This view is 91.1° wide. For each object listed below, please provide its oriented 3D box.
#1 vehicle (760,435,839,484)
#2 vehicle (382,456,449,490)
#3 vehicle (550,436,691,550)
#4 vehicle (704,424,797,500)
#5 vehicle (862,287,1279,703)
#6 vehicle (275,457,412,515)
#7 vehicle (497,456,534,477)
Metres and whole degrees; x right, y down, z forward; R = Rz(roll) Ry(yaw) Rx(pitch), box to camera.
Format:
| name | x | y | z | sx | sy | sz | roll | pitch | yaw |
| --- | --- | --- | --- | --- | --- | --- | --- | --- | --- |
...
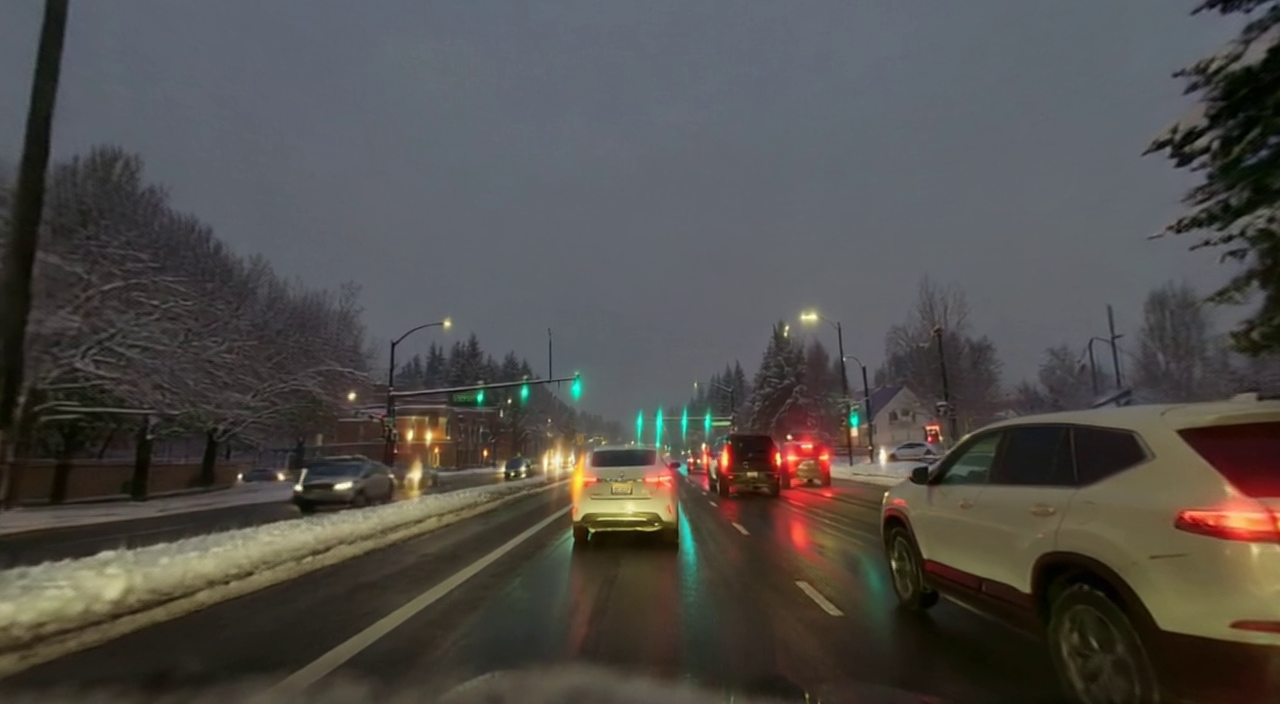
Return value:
| name | x | y | z | sx | sy | sz | roll | pitch | yaw |
| --- | --- | --- | --- | --- | --- | --- | --- | --- | --- |
| vehicle | 7.798 | 5.310 | 31.346 | 2.627 | 2.252 | 5.236 | 0 | -9 | 1 |
| vehicle | -12.203 | 6.567 | 34.432 | 1.944 | 1.638 | 4.496 | 0 | -9 | 1 |
| vehicle | -0.250 | 2.414 | 11.471 | 2.111 | 1.676 | 4.018 | 0 | -9 | 1 |
| vehicle | 3.923 | 4.055 | 23.583 | 2.516 | 2.481 | 5.766 | 0 | -9 | 1 |
| vehicle | 3.355 | 1.043 | 4.475 | 1.982 | 1.960 | 4.427 | 0 | -9 | 1 |
| vehicle | -8.933 | 4.028 | 19.399 | 2.050 | 1.498 | 4.238 | 0 | -9 | 2 |
| vehicle | -9.416 | 8.694 | 47.815 | 1.933 | 1.469 | 4.516 | 0 | -9 | -1 |
